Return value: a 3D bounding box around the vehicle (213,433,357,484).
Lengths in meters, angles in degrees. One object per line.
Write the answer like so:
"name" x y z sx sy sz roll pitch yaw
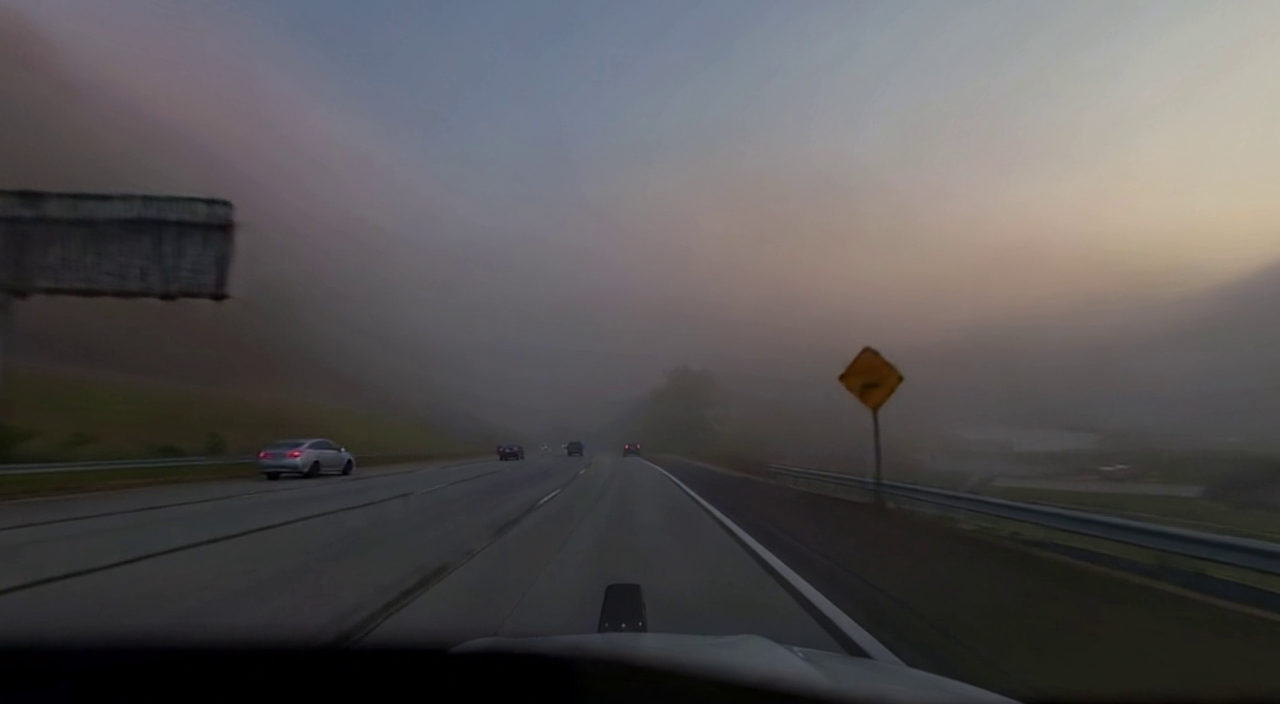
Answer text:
"vehicle" -11.715 3.541 21.231 2.056 1.489 4.852 0 -8 0

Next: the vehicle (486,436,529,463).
"vehicle" -8.884 6.560 42.342 2.015 1.651 4.432 1 -8 -2

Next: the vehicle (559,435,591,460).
"vehicle" -5.067 7.470 49.262 2.138 1.833 4.622 1 -8 -2

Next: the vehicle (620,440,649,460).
"vehicle" -0.456 7.647 48.946 2.060 1.465 3.974 1 -8 -3
